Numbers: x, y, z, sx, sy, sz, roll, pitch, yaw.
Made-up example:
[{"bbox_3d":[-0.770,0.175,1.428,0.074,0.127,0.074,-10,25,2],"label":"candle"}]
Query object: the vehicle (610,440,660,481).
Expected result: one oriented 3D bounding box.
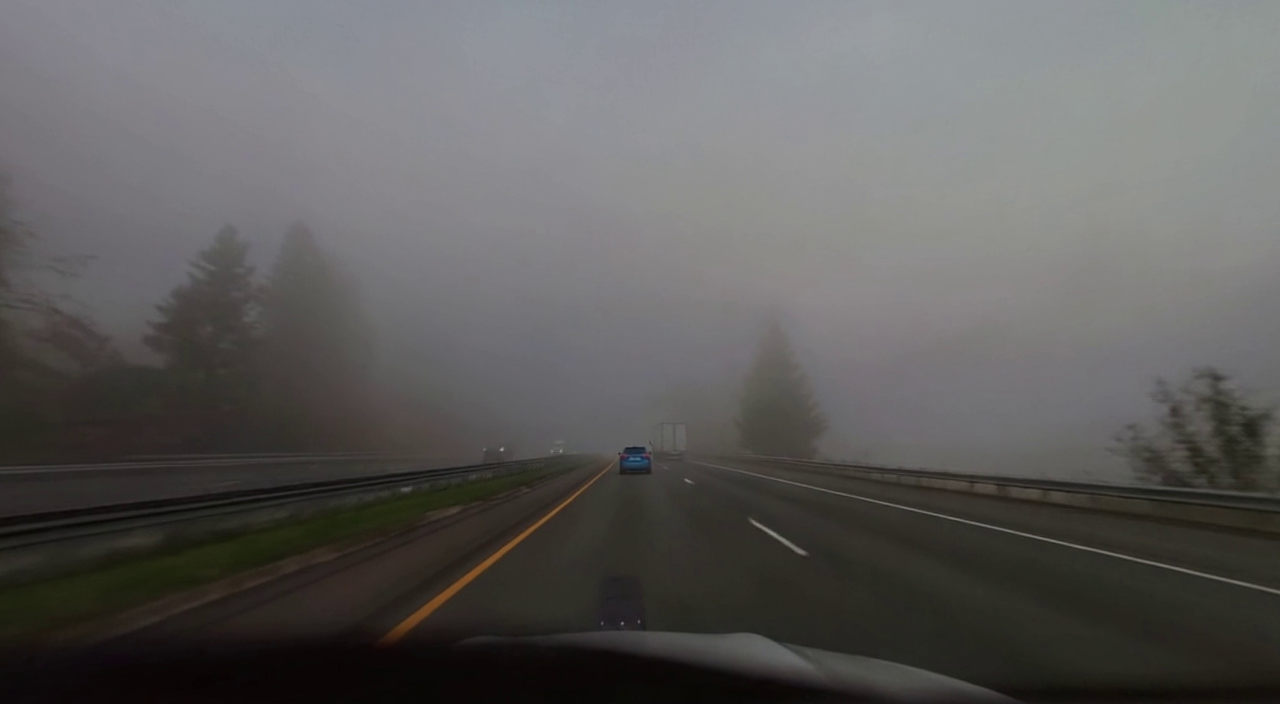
[{"bbox_3d":[-0.245,5.014,29.327,2.190,1.706,4.062,0,-9,-1],"label":"vehicle"}]
